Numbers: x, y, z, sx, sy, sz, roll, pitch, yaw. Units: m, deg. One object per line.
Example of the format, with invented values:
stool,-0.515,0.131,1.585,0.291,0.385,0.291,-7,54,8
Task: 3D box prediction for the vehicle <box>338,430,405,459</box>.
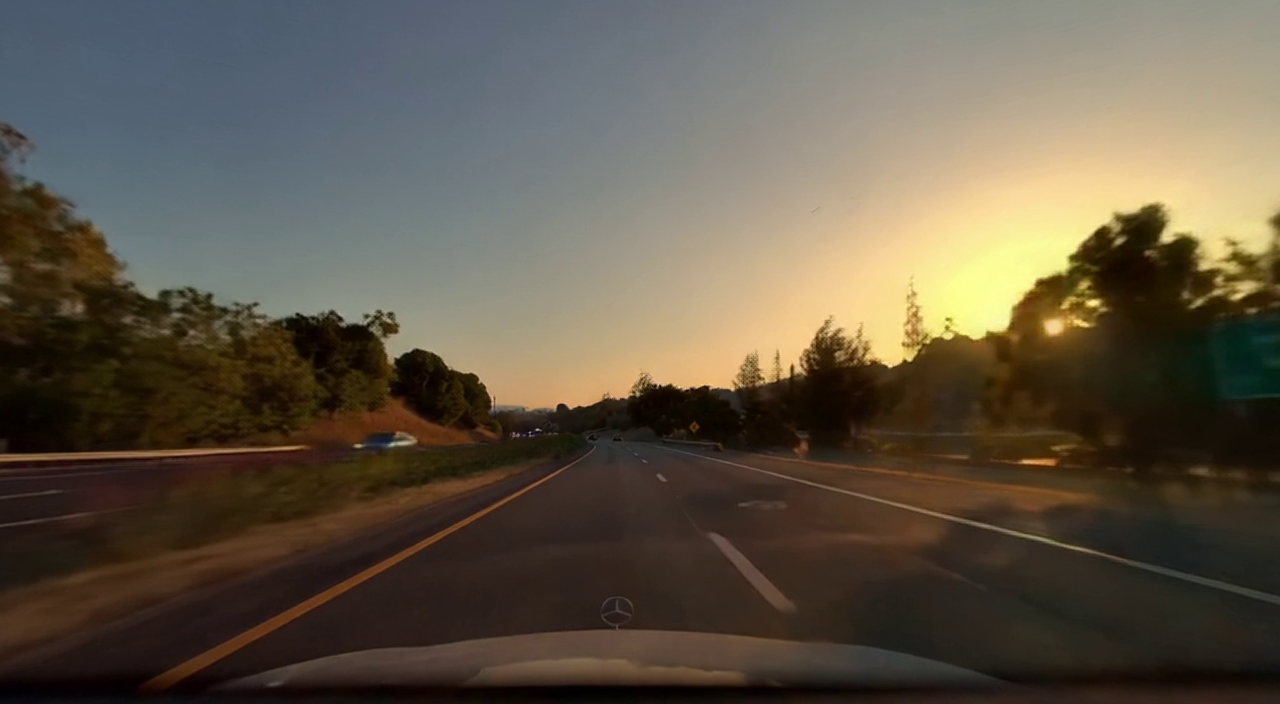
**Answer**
vehicle,-14.795,5.104,34.979,1.833,1.495,4.497,0,-8,-2
